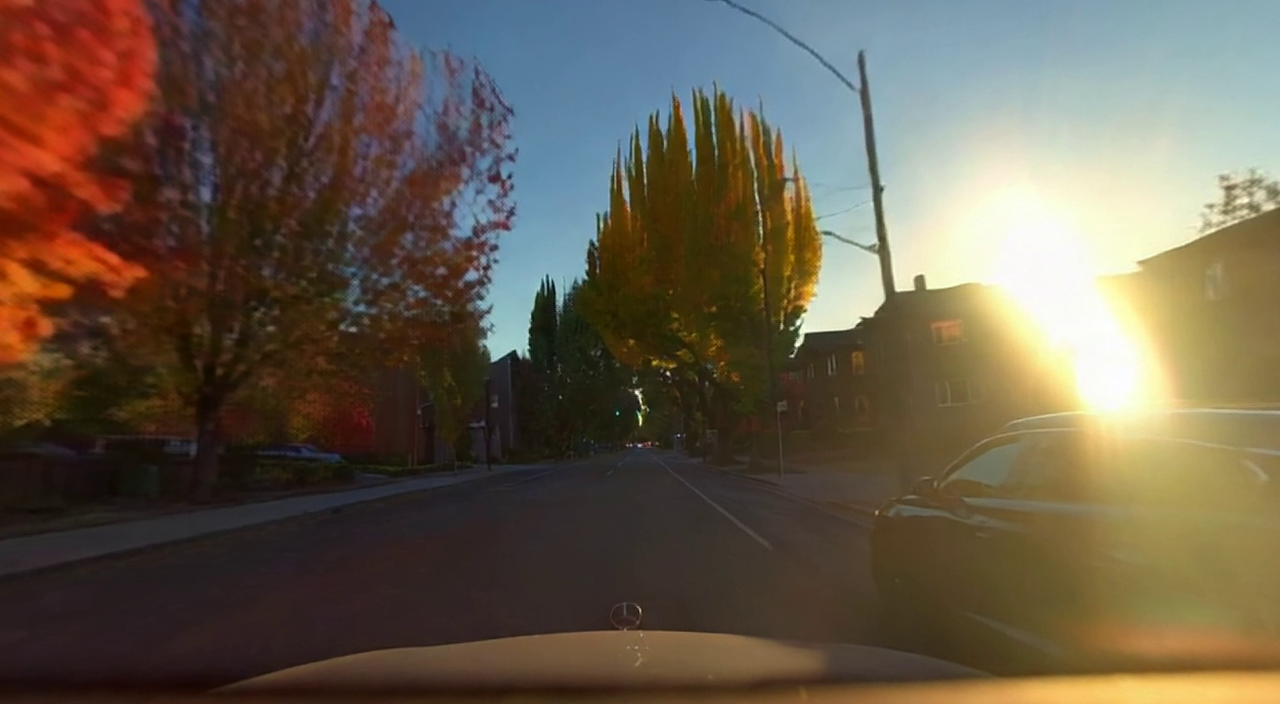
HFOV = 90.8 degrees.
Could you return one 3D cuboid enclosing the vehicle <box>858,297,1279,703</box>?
[{"bbox_3d":[2.952,0.877,2.719,2.224,1.791,4.834,0,-9,-1],"label":"vehicle"}]
